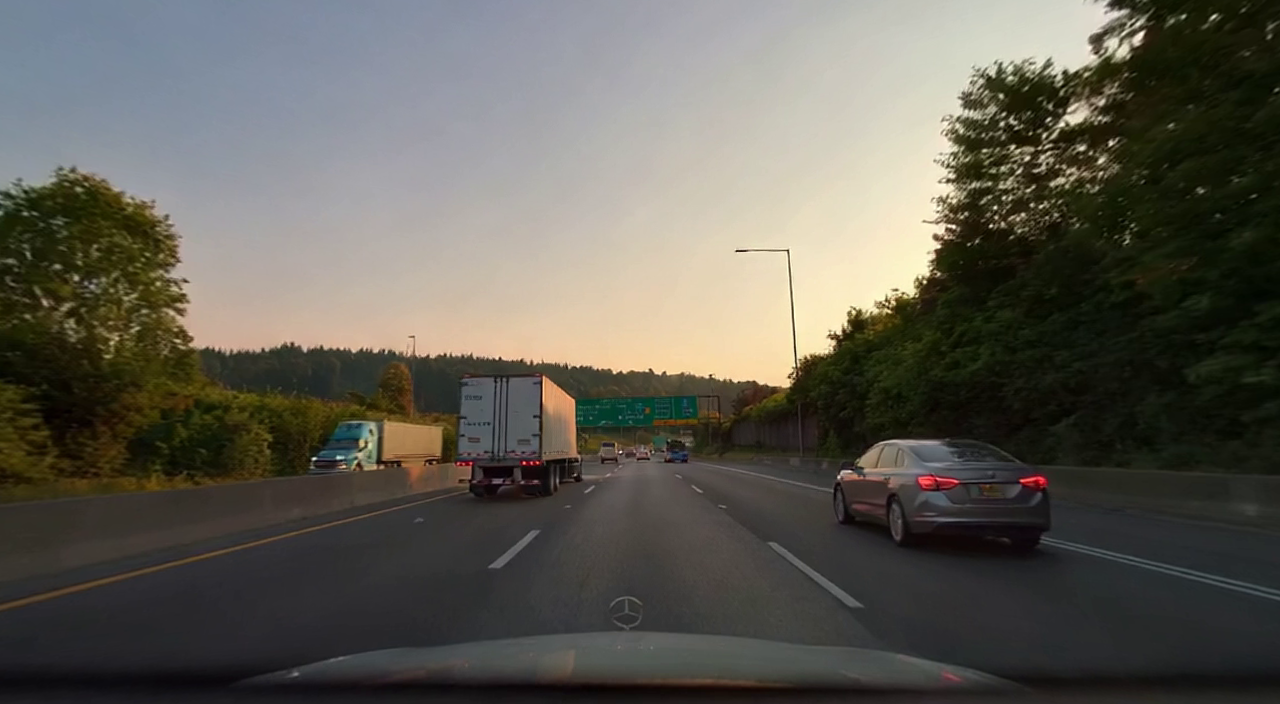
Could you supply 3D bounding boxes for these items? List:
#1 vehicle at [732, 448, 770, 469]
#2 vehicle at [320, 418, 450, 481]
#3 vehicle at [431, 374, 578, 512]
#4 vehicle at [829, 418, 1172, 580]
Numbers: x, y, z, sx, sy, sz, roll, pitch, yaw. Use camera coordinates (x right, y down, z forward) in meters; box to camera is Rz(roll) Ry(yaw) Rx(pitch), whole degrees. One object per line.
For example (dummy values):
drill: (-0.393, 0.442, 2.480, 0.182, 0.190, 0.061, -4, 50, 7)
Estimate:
vehicle: (7.983, 7.681, 45.587, 1.876, 1.475, 4.185, 0, -9, -1)
vehicle: (-19.024, 7.588, 49.071, 3.205, 4.080, 16.329, 0, -9, 1)
vehicle: (-3.483, 2.632, 18.119, 2.667, 3.195, 6.731, 0, -9, 0)
vehicle: (4.106, 1.741, 8.170, 1.983, 1.545, 4.038, 0, -9, -1)
